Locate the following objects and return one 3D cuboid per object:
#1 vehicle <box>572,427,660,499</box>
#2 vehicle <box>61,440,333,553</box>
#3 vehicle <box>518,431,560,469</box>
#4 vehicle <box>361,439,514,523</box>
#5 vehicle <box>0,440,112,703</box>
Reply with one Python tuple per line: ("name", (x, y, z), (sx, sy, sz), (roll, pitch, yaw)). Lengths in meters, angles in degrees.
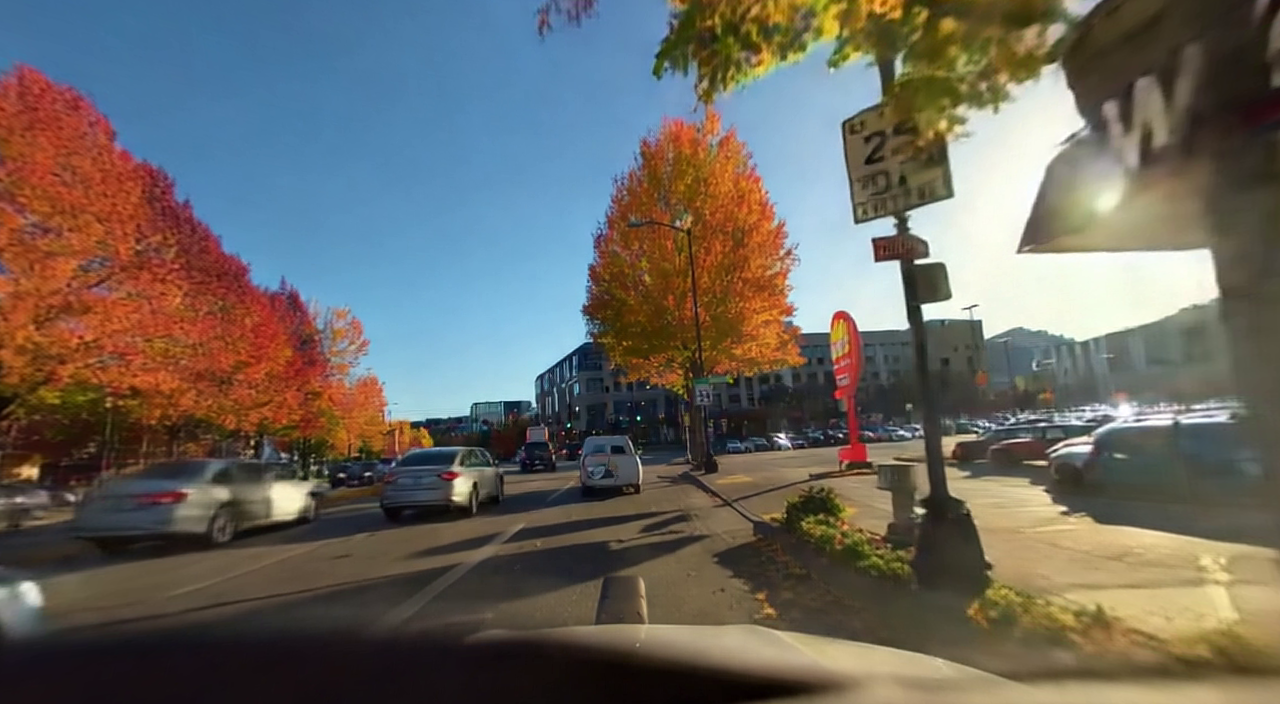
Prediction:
("vehicle", (-0.707, 3.031, 17.498), (2.144, 1.704, 4.028), (1, -9, -3))
("vehicle", (-7.804, 2.524, 11.775), (2.051, 1.681, 4.193), (1, -9, -1))
("vehicle", (-5.764, 5.668, 36.358), (2.082, 2.018, 4.308), (2, -9, -6))
("vehicle", (-4.307, 2.804, 14.285), (1.974, 1.549, 4.603), (1, -9, -1))
("vehicle", (-4.217, 0.869, 1.022), (2.090, 1.506, 5.326), (1, -9, 0))
